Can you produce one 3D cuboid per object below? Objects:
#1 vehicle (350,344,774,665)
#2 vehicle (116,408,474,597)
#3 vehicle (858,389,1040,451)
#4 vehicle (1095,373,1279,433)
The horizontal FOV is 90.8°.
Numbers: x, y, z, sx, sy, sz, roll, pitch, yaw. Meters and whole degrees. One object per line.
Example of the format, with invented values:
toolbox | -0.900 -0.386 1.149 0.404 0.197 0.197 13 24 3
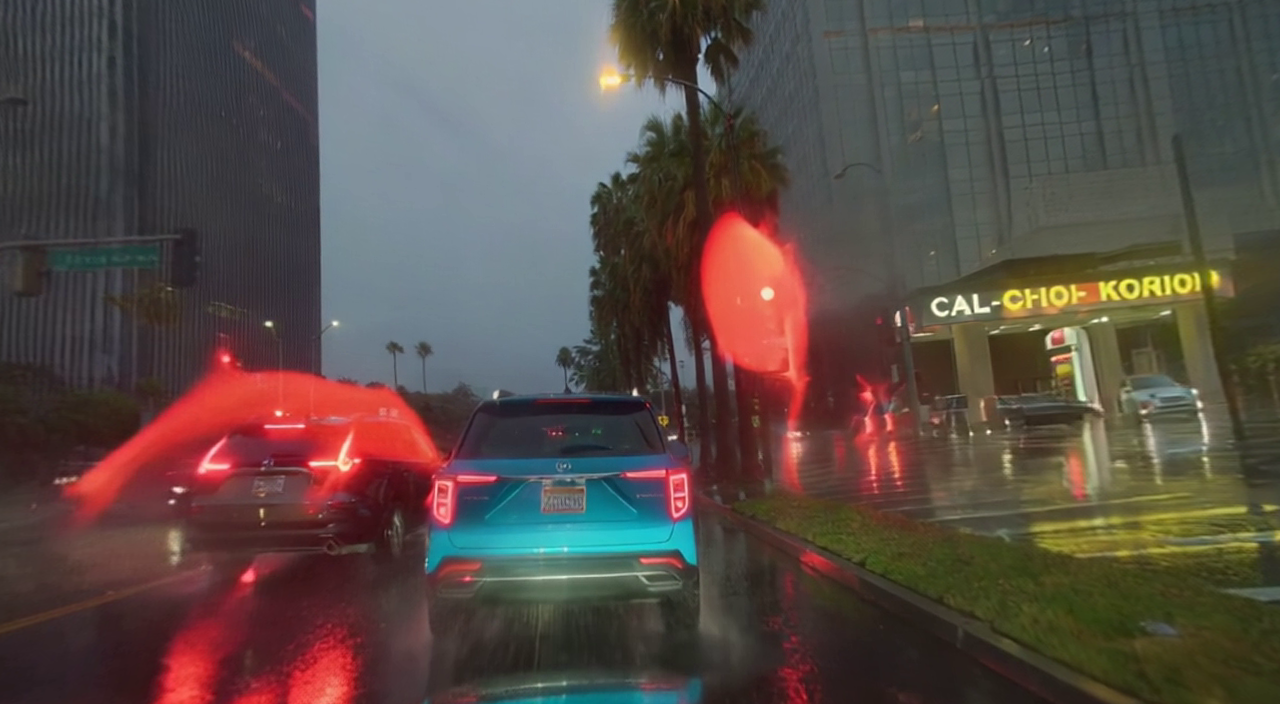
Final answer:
vehicle | -0.543 1.250 6.293 2.519 1.913 4.819 0 -8 -2
vehicle | -3.807 1.739 8.356 2.097 1.692 5.030 0 -8 -3
vehicle | 10.791 2.443 22.354 5.307 2.076 2.122 0 -8 -4
vehicle | 19.713 1.867 22.672 5.033 1.999 2.259 0 -8 -3
